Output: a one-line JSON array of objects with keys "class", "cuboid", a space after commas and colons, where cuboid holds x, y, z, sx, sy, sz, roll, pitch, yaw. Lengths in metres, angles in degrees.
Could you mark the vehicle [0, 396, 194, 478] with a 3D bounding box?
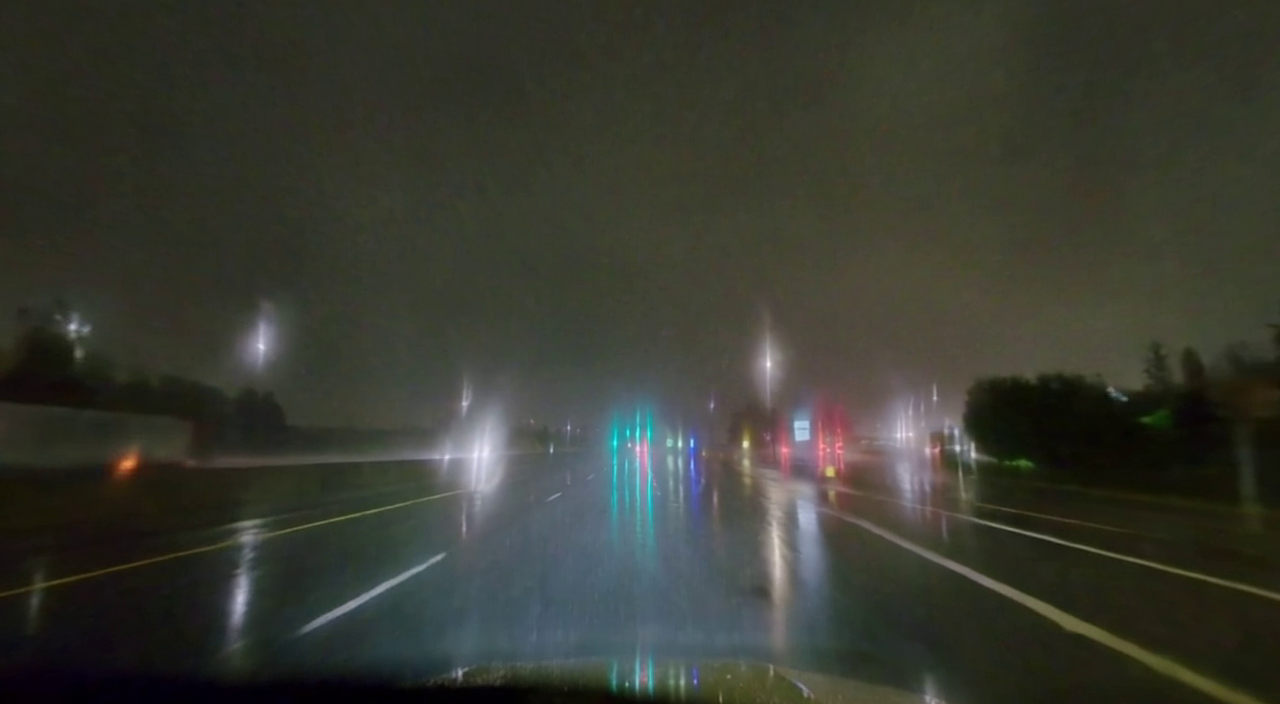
[{"class": "vehicle", "cuboid": [-25.130, 3.933, 28.797, 2.826, 3.162, 8.616, 0, -9, 2]}]
